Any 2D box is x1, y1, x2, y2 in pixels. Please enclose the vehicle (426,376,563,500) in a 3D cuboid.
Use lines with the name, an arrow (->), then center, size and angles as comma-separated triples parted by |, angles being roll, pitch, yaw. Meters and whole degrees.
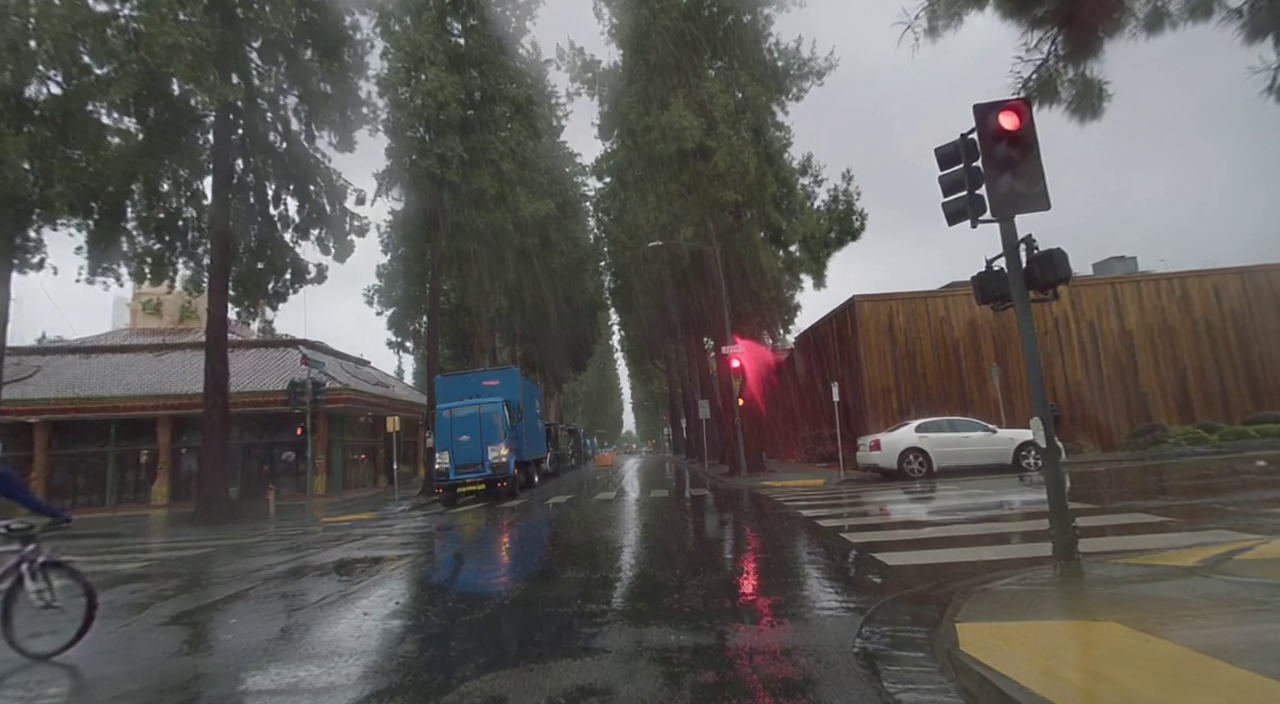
vehicle -> -5.738, 3.725, 27.166 | 3.113, 4.041, 10.284 | -6, -8, 0

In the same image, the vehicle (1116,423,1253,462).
vehicle -> 24.944, 4.161, 29.020 | 4.268, 1.695, 2.053 | 0, -8, 3

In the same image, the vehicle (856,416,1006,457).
vehicle -> 10.678, 3.143, 23.424 | 4.643, 1.456, 1.820 | -1, -8, 5
